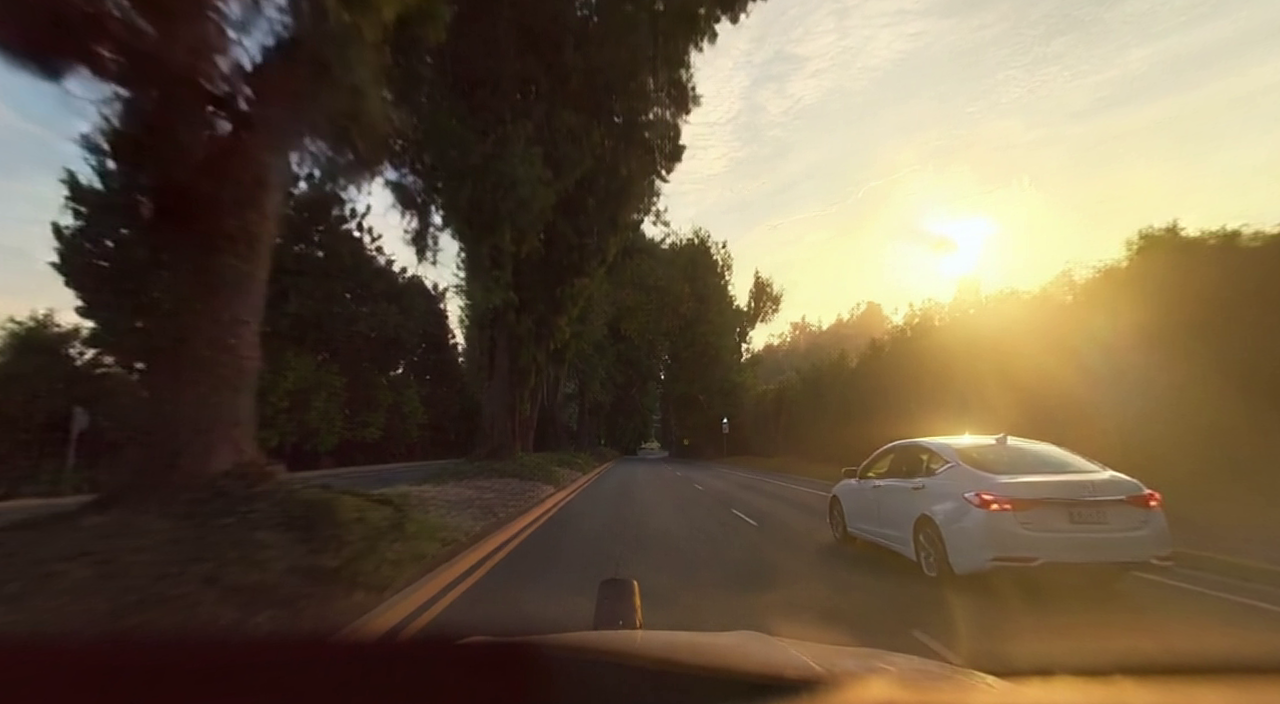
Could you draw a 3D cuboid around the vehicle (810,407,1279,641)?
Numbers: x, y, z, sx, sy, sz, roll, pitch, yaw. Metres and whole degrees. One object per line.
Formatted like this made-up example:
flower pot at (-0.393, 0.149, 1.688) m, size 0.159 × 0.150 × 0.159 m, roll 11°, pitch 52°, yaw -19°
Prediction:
vehicle at (3.482, 1.529, 6.708) m, size 2.060 × 1.584 × 4.592 m, roll 0°, pitch -9°, yaw 0°
